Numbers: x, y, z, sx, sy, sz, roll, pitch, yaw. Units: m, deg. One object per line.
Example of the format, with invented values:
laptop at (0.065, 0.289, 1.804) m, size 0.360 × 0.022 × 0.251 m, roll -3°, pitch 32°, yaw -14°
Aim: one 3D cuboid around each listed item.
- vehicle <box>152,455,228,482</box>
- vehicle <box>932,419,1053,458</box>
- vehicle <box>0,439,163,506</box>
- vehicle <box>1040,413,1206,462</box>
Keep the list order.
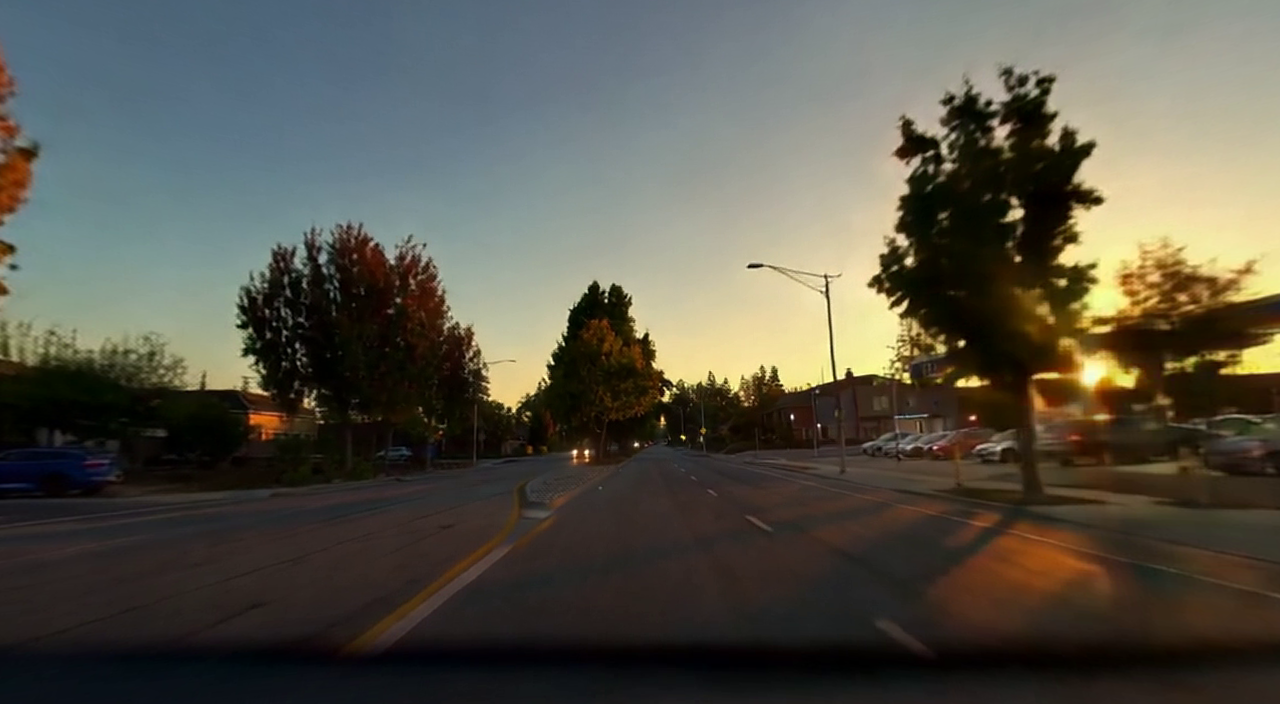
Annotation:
vehicle at (-26.609, 6.868, 37.481) m, size 1.768 × 1.465 × 3.569 m, roll -1°, pitch -8°, yaw 3°
vehicle at (16.909, 4.181, 30.494) m, size 4.594 × 1.751 × 2.071 m, roll 0°, pitch -8°, yaw -1°
vehicle at (-19.840, 4.007, 21.731) m, size 2.280 × 1.968 × 5.805 m, roll 0°, pitch -8°, yaw 0°
vehicle at (17.592, 3.151, 23.171) m, size 4.426 × 1.700 × 2.077 m, roll 0°, pitch -8°, yaw -4°
